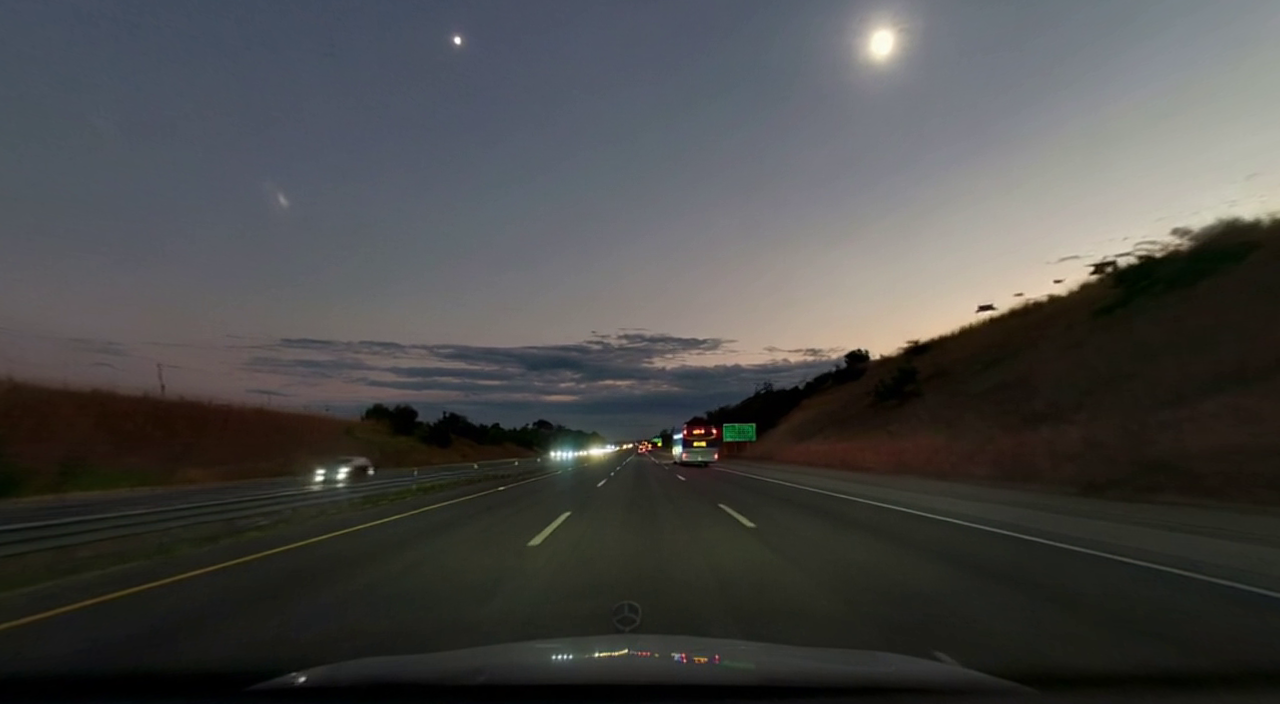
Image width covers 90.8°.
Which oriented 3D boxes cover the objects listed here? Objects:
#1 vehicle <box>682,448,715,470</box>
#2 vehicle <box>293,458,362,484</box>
[{"bbox_3d":[4.216,7.803,46.150,1.934,1.498,3.838,0,-9,-2],"label":"vehicle"},{"bbox_3d":[-19.874,7.569,40.355,1.992,1.434,4.625,0,-9,1],"label":"vehicle"}]
